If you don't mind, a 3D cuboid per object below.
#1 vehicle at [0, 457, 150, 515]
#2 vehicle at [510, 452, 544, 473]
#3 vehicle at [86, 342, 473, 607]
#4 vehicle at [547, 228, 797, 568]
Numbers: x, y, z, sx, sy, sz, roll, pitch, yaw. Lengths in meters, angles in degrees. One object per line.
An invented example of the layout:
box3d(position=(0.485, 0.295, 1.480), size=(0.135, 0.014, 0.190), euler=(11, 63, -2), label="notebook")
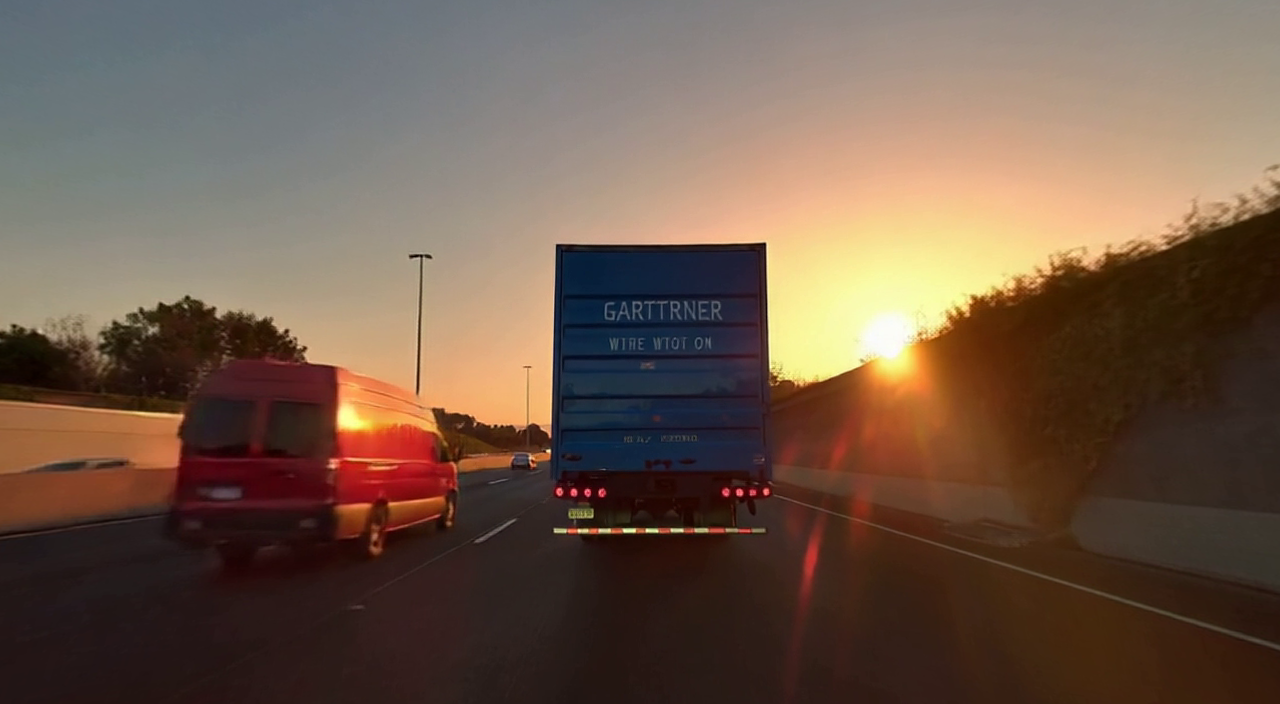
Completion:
box3d(position=(-17.087, 3.845, 18.535), size=(1.878, 1.441, 4.330), euler=(0, -9, 0), label="vehicle")
box3d(position=(-8.242, 8.048, 46.169), size=(1.828, 1.502, 3.385), euler=(0, -9, 1), label="vehicle")
box3d(position=(-4.115, 1.554, 8.681), size=(2.208, 2.522, 5.187), euler=(0, -9, -1), label="vehicle")
box3d(position=(0.427, 1.294, 12.725), size=(2.853, 4.054, 10.557), euler=(0, -9, 1), label="vehicle")
